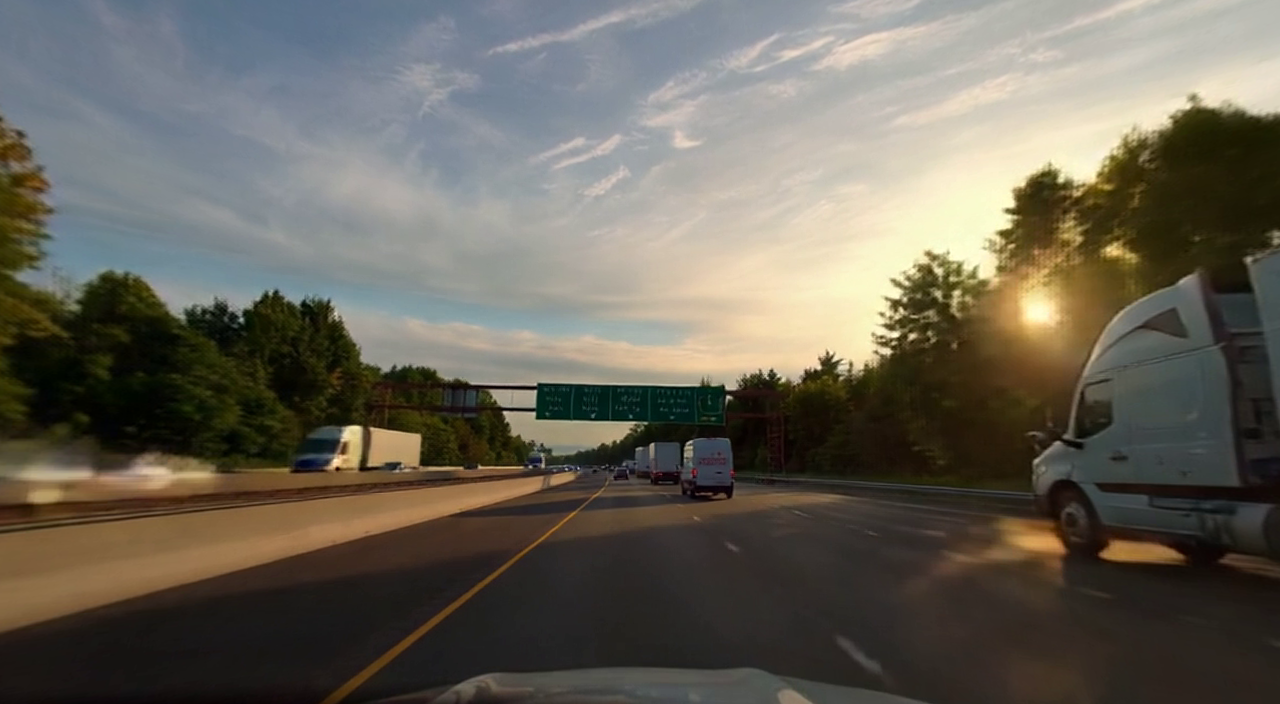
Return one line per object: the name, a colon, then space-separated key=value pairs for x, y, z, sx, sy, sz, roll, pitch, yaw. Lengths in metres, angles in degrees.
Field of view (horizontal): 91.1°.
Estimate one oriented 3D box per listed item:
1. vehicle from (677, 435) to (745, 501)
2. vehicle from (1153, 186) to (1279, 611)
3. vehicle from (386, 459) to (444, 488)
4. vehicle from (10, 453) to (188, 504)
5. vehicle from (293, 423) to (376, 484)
vehicle: x=3.033 y=5.204 z=28.223 sx=2.291 sy=2.639 sz=5.280 roll=1 pitch=-10 yaw=-2
vehicle: x=7.667 y=-0.613 z=0.268 sx=2.866 sy=4.102 sz=14.351 roll=1 pitch=-10 yaw=0
vehicle: x=-14.298 y=7.771 z=40.264 sx=1.996 sy=1.658 sz=4.607 roll=1 pitch=-10 yaw=0
vehicle: x=-17.531 y=4.136 z=20.714 sx=1.875 sy=1.453 sz=4.480 roll=1 pitch=-10 yaw=-1
vehicle: x=-21.760 y=7.368 z=45.199 sx=2.923 sy=3.992 sz=5.858 roll=1 pitch=-10 yaw=-1
